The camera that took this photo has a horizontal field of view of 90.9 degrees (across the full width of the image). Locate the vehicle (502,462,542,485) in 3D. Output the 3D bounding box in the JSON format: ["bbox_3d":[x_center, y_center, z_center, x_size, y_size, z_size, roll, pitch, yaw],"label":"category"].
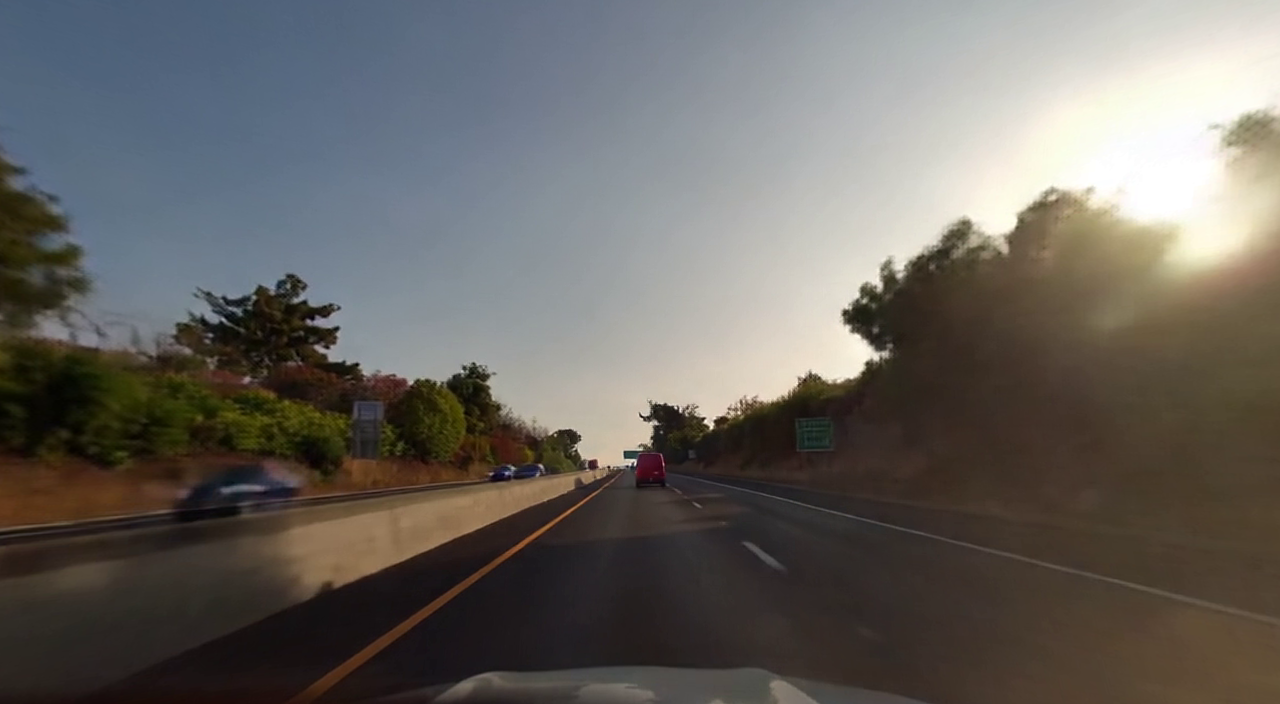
[{"bbox_3d":[-8.265,8.569,44.440,1.980,1.534,4.116,1,-11,0],"label":"vehicle"}]

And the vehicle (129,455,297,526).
[{"bbox_3d":[-12.622,4.116,19.048,2.101,1.841,4.167,1,-11,-1],"label":"vehicle"}]

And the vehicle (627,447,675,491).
[{"bbox_3d":[0.508,6.421,34.648,2.429,2.167,4.558,1,-11,-1],"label":"vehicle"}]
